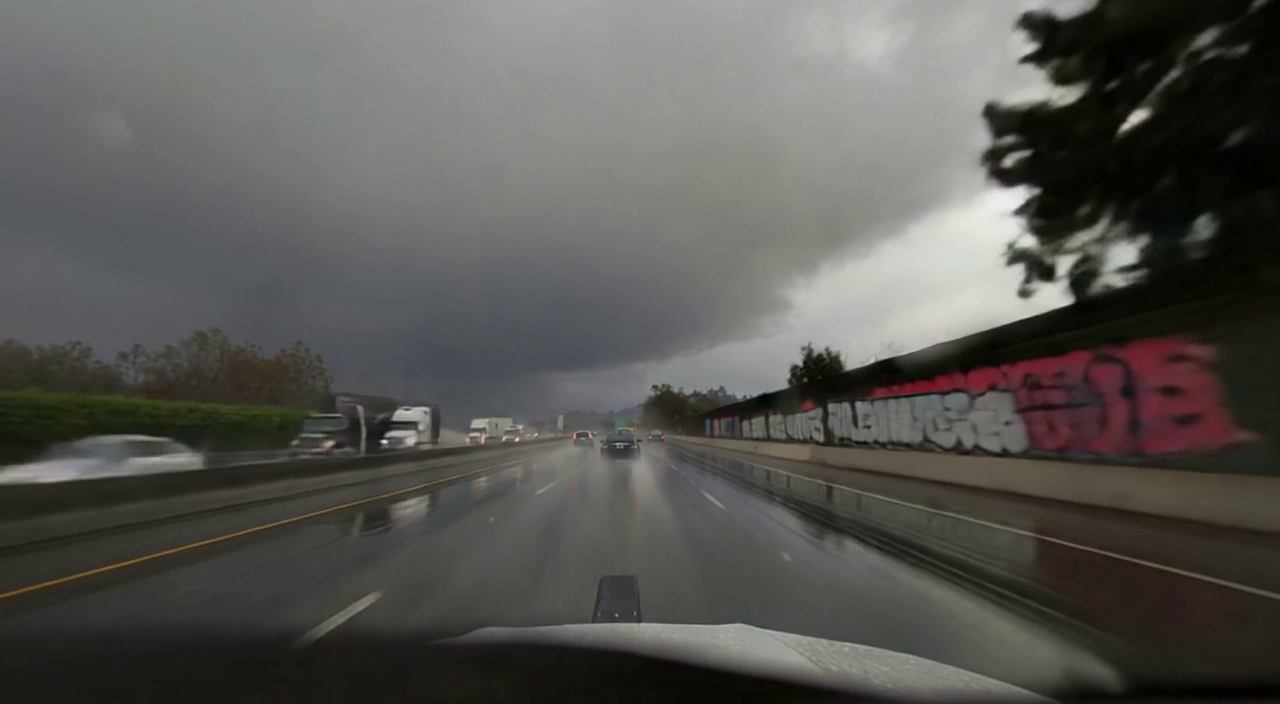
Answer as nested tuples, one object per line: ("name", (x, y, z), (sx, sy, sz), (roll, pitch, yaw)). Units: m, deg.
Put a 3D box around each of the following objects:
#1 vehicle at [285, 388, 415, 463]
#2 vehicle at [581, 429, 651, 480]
("vehicle", (-17.411, 4.667, 39.082), (2.968, 3.967, 11.156), (0, -8, -1))
("vehicle", (-0.716, 3.223, 20.145), (2.044, 1.477, 3.693), (0, -8, -1))
